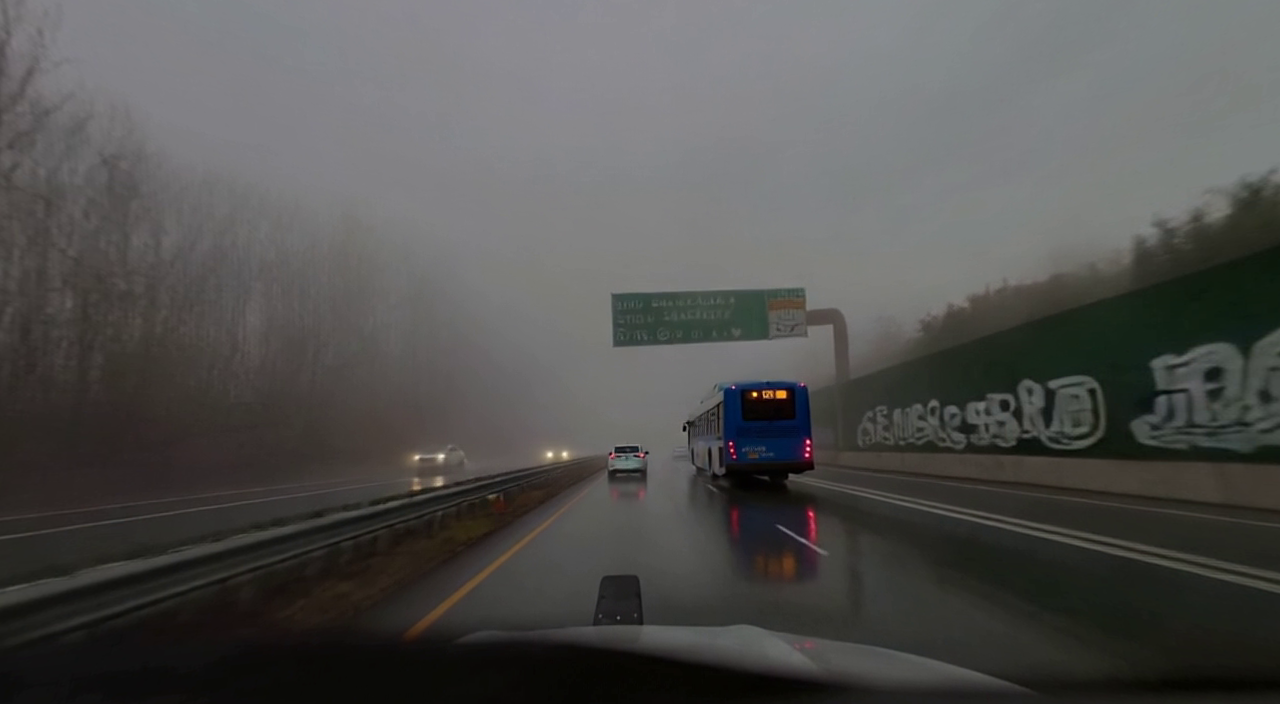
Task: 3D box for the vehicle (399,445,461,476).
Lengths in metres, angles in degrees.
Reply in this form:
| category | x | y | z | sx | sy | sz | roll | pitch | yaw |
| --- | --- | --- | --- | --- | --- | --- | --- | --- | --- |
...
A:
| category | x | y | z | sx | sy | sz | roll | pitch | yaw |
| --- | --- | --- | --- | --- | --- | --- | --- | --- | --- |
| vehicle | -12.282 | 6.373 | 37.005 | 2.029 | 1.647 | 4.323 | -1 | -9 | 2 |

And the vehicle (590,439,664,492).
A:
| category | x | y | z | sx | sy | sz | roll | pitch | yaw |
| --- | --- | --- | --- | --- | --- | --- | --- | --- | --- |
| vehicle | -0.340 | 3.659 | 20.525 | 2.160 | 1.532 | 4.073 | -1 | -9 | 1 |

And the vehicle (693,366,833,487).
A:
| category | x | y | z | sx | sy | sz | roll | pitch | yaw |
| --- | --- | --- | --- | --- | --- | --- | --- | --- | --- |
| vehicle | 4.078 | 3.118 | 24.436 | 3.055 | 3.479 | 12.521 | -1 | -9 | 1 |
